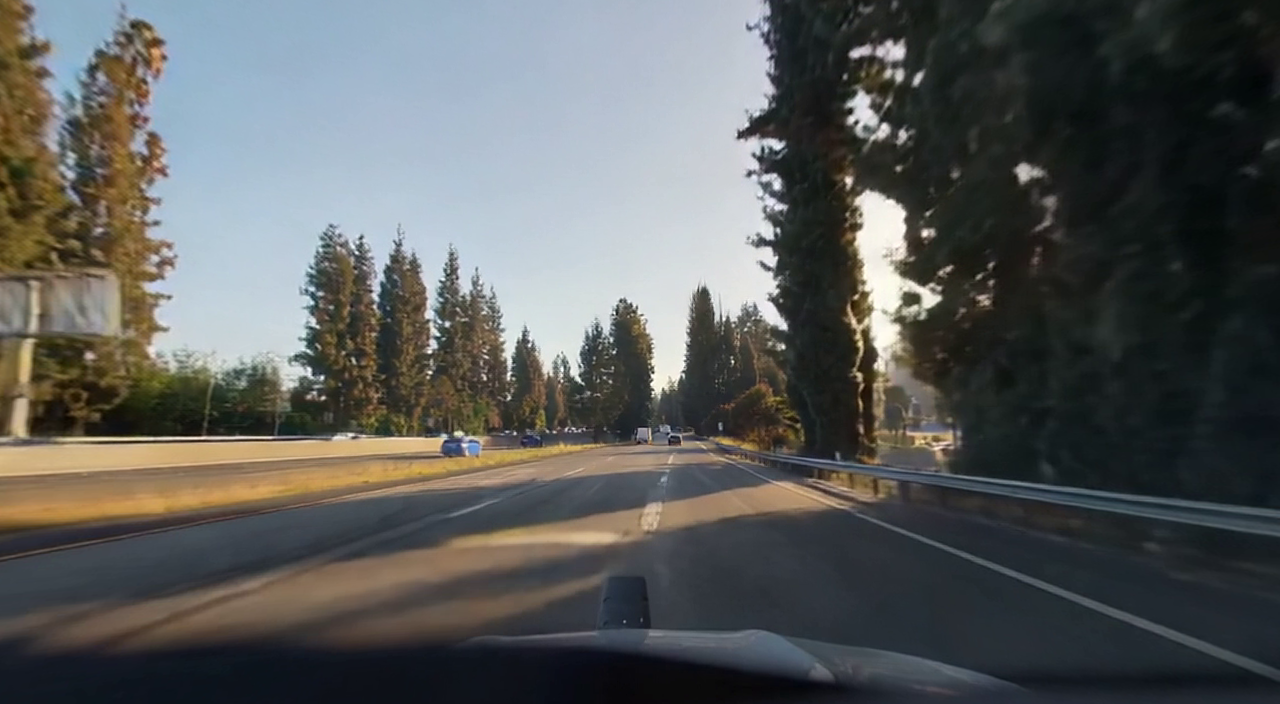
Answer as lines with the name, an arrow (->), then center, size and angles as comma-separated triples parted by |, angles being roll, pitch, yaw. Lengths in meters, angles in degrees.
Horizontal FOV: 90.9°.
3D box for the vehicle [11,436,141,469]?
vehicle -> -27.589, 4.929, 31.089 | 1.833, 1.472, 4.655 | -1, -8, 6
